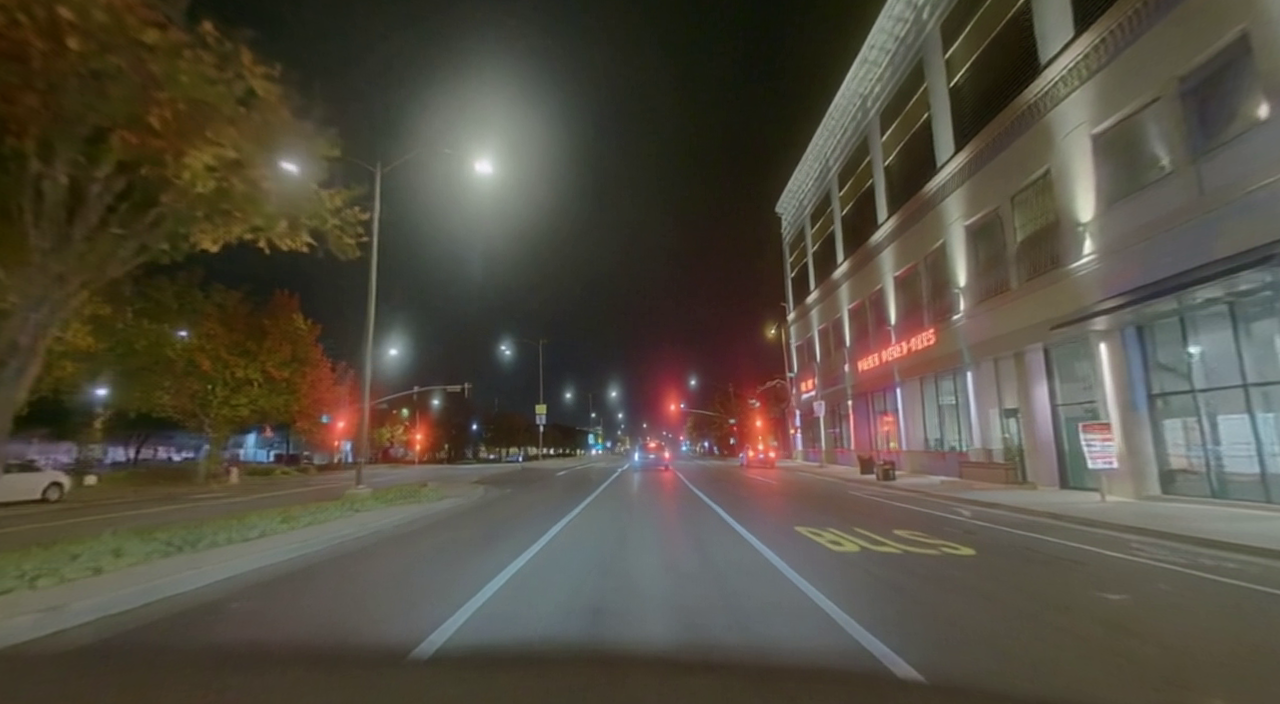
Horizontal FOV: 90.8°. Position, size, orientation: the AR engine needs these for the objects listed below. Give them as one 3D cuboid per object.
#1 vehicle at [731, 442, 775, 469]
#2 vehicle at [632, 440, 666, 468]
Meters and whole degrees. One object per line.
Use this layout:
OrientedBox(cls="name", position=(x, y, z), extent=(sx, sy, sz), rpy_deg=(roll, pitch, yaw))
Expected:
OrientedBox(cls="vehicle", position=(7.762, 7.141, 43.736), extent=(1.987, 1.772, 4.749), rpy_deg=(0, -8, -2))
OrientedBox(cls="vehicle", position=(0.617, 6.878, 42.774), extent=(2.223, 1.775, 4.250), rpy_deg=(0, -8, 1))
